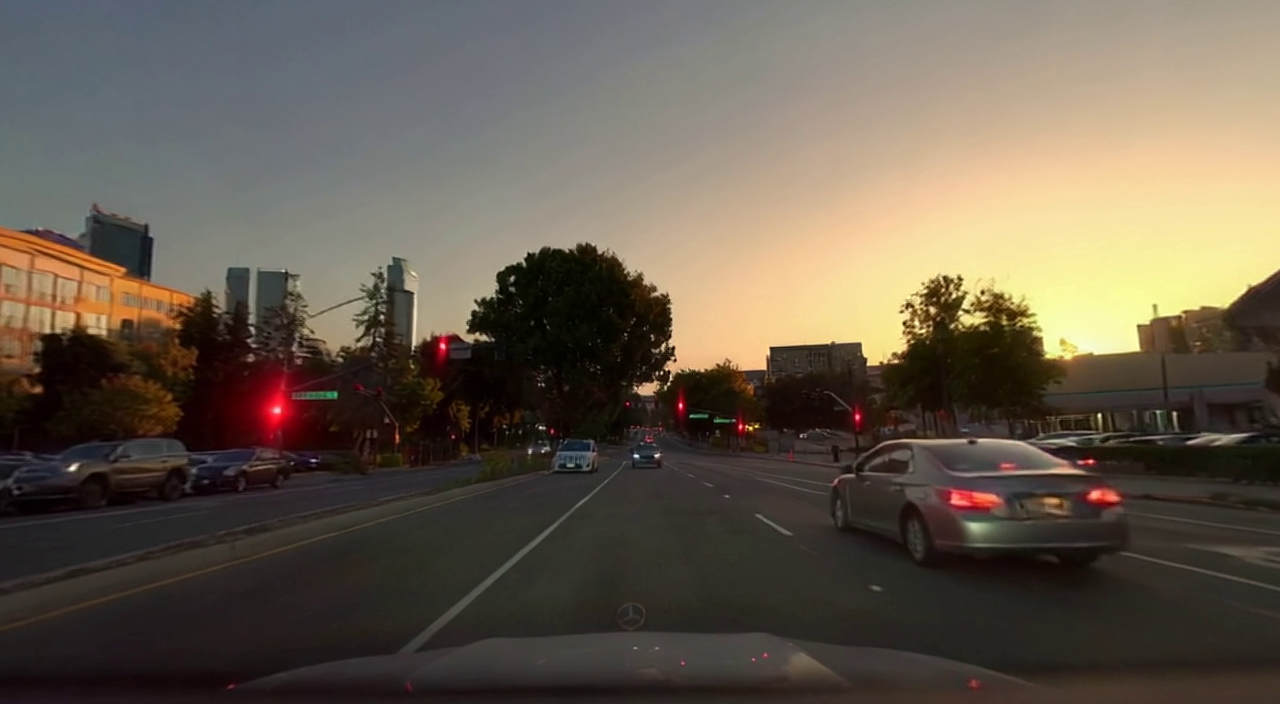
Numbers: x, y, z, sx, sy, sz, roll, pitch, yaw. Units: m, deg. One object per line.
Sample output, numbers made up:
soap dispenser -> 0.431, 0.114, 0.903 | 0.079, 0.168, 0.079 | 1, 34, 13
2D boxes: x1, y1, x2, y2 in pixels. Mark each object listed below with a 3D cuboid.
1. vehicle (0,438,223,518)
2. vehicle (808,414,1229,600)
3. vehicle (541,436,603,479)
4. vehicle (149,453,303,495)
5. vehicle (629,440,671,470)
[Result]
vehicle -> -15.269, 3.508, 18.328 | 2.337, 1.895, 5.872 | 0, -8, -1
vehicle -> 3.794, 1.649, 7.733 | 2.109, 1.510, 4.927 | 0, -8, 0
vehicle -> -2.802, 4.475, 27.054 | 2.057, 1.678, 4.639 | -1, -8, 1
vehicle -> -15.804, 4.657, 24.232 | 4.481, 1.455, 2.068 | -1, -8, 2
vehicle -> 0.510, 5.383, 33.210 | 2.059, 1.477, 3.988 | 0, -8, 0
